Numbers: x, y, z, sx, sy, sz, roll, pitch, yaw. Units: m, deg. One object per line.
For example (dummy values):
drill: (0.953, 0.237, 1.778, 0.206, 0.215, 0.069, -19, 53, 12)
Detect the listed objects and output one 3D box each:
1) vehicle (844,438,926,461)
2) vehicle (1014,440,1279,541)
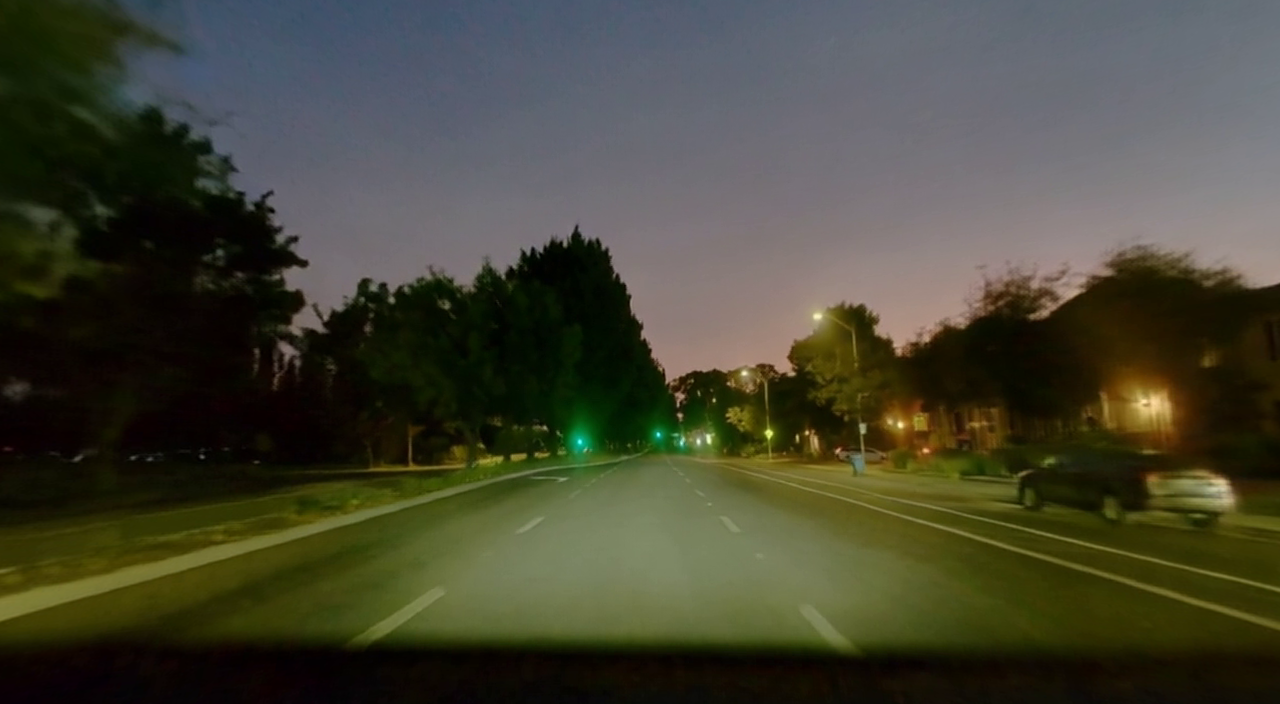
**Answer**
vehicle: (16.272, 6.502, 42.048, 4.592, 1.472, 2.009, 0, -9, 0)
vehicle: (9.563, 2.498, 12.110, 2.076, 1.547, 4.398, 0, -9, 0)
